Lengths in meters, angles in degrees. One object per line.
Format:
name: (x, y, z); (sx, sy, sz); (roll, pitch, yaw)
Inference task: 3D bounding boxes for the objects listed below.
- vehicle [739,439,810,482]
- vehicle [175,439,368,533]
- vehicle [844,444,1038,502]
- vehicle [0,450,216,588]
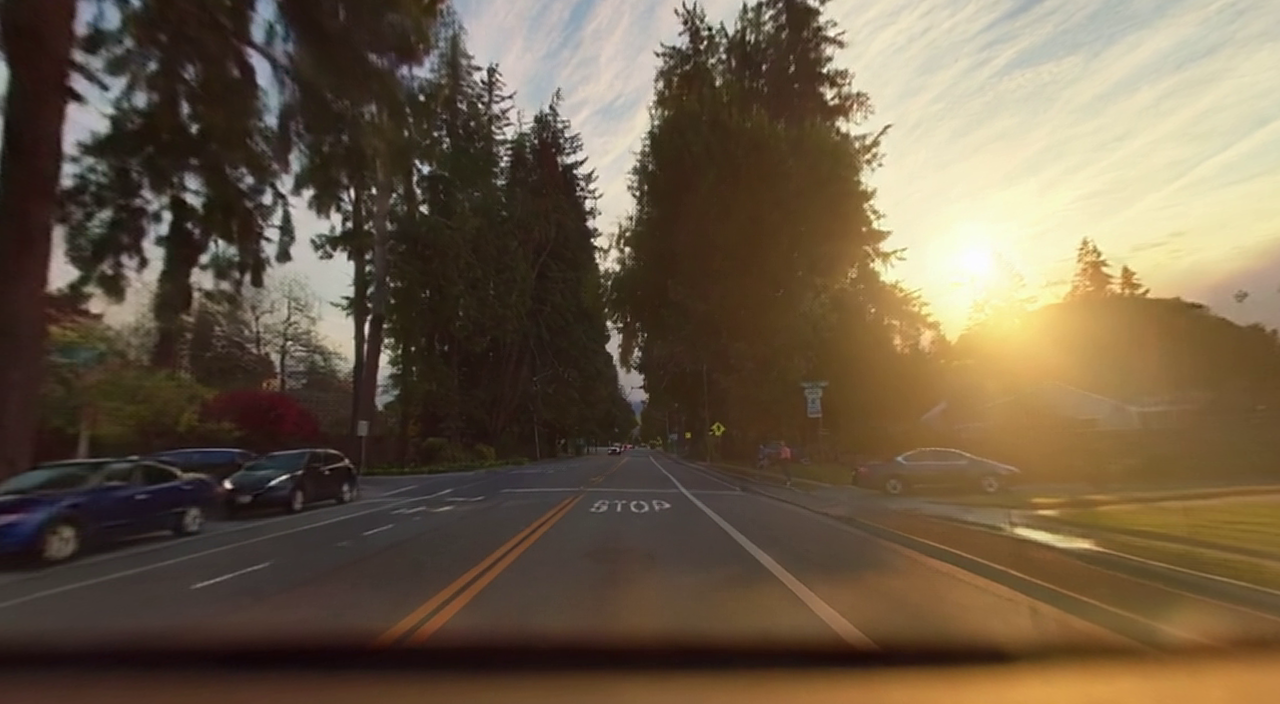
vehicle: (5.823, 4.743, 27.838); (2.096, 1.713, 4.606); (0, -9, -1)
vehicle: (-9.374, 3.362, 16.683); (2.181, 1.938, 4.931); (-2, -7, 0)
vehicle: (8.180, 3.312, 17.537); (4.438, 1.466, 1.943); (-1, -9, 10)
vehicle: (-9.145, 2.429, 9.992); (1.998, 1.684, 4.180); (1, -9, -2)
